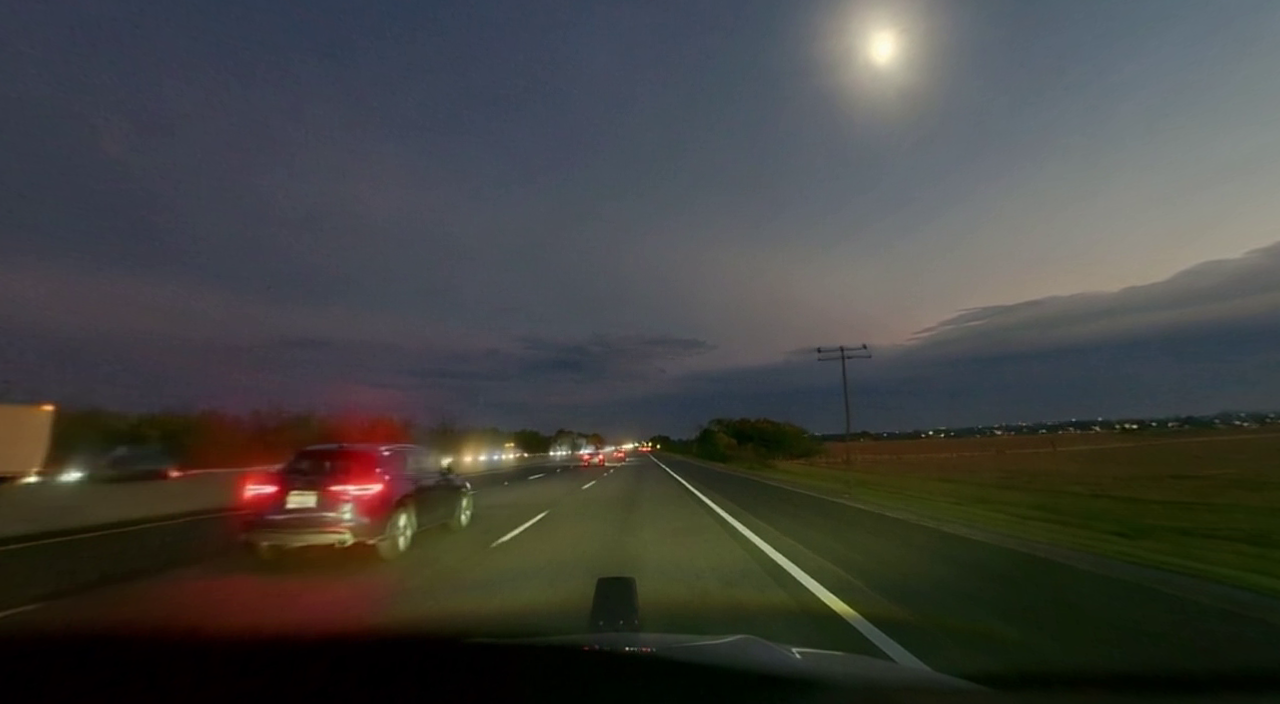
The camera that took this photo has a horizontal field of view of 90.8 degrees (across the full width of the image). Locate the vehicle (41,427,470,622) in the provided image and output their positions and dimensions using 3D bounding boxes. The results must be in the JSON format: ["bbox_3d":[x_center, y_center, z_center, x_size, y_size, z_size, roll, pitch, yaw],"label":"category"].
[{"bbox_3d":[-3.594,1.686,7.123,2.110,1.500,4.259,0,-9,1],"label":"vehicle"}]

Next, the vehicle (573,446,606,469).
[{"bbox_3d":[-3.438,7.301,43.762,1.954,1.541,4.079,0,-9,1],"label":"vehicle"}]
